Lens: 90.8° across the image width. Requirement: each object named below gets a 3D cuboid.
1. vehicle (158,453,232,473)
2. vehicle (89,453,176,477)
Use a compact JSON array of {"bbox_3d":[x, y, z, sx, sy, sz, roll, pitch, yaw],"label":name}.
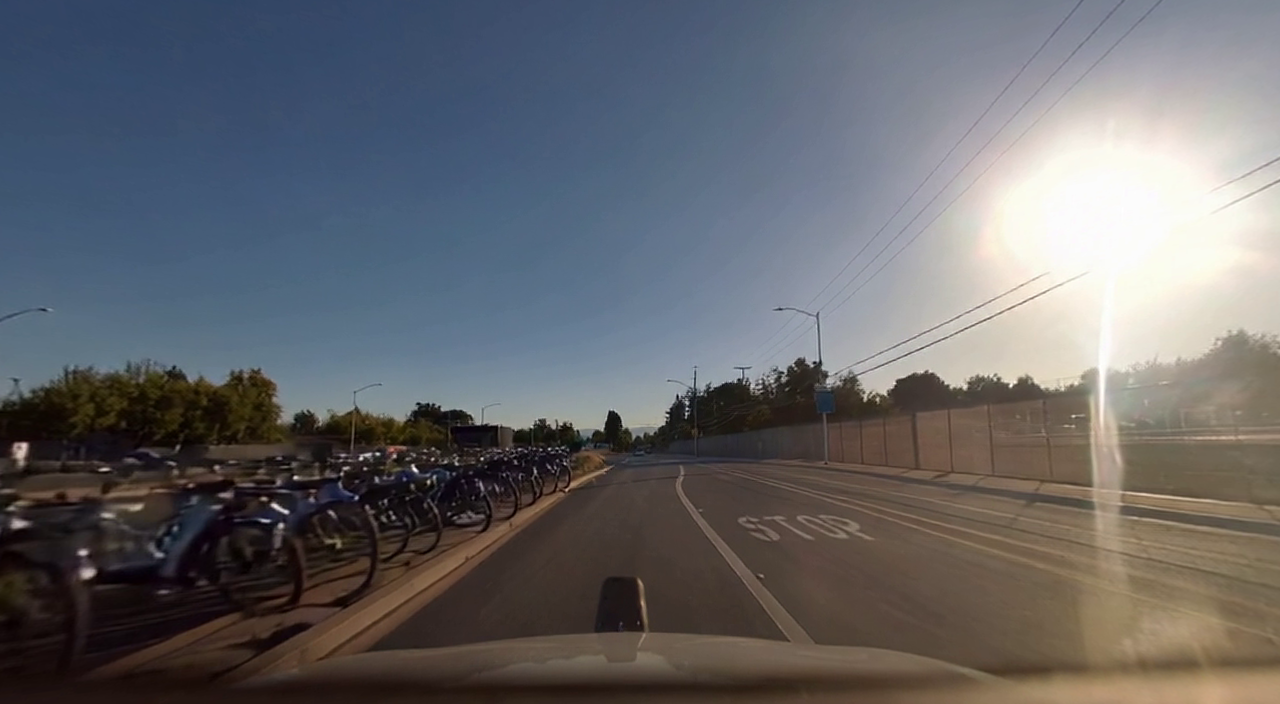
[{"bbox_3d":[-33.598,8.373,47.751,4.205,1.440,1.823,-1,-9,2],"label":"vehicle"},{"bbox_3d":[-33.017,7.326,41.195,4.108,1.480,1.800,0,-9,1],"label":"vehicle"}]
